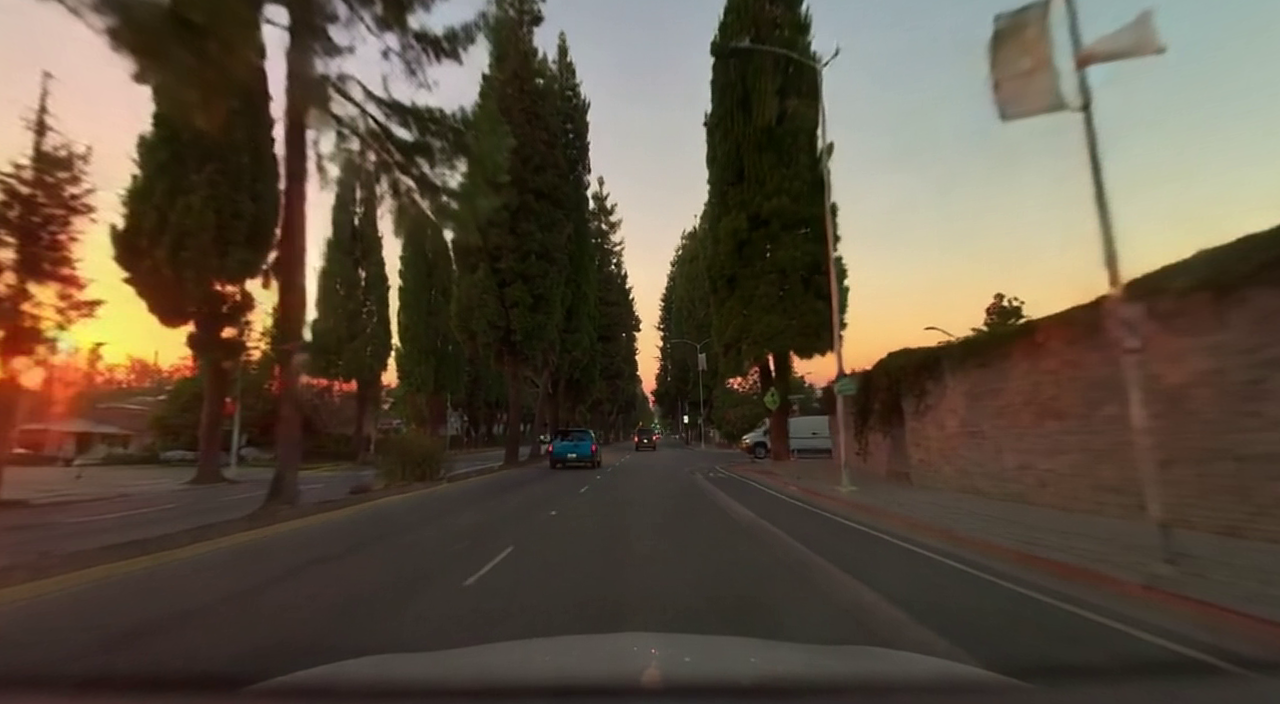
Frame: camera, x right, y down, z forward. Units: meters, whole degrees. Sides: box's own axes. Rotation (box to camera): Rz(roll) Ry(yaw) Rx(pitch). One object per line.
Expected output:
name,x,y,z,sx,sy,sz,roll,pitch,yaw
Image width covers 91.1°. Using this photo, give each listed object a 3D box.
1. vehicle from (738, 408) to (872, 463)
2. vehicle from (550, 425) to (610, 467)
vehicle,9.509,4.888,36.964,7.177,2.935,3.132,0,-7,6
vehicle,-2.779,4.518,30.138,2.281,1.837,4.845,0,-8,1
